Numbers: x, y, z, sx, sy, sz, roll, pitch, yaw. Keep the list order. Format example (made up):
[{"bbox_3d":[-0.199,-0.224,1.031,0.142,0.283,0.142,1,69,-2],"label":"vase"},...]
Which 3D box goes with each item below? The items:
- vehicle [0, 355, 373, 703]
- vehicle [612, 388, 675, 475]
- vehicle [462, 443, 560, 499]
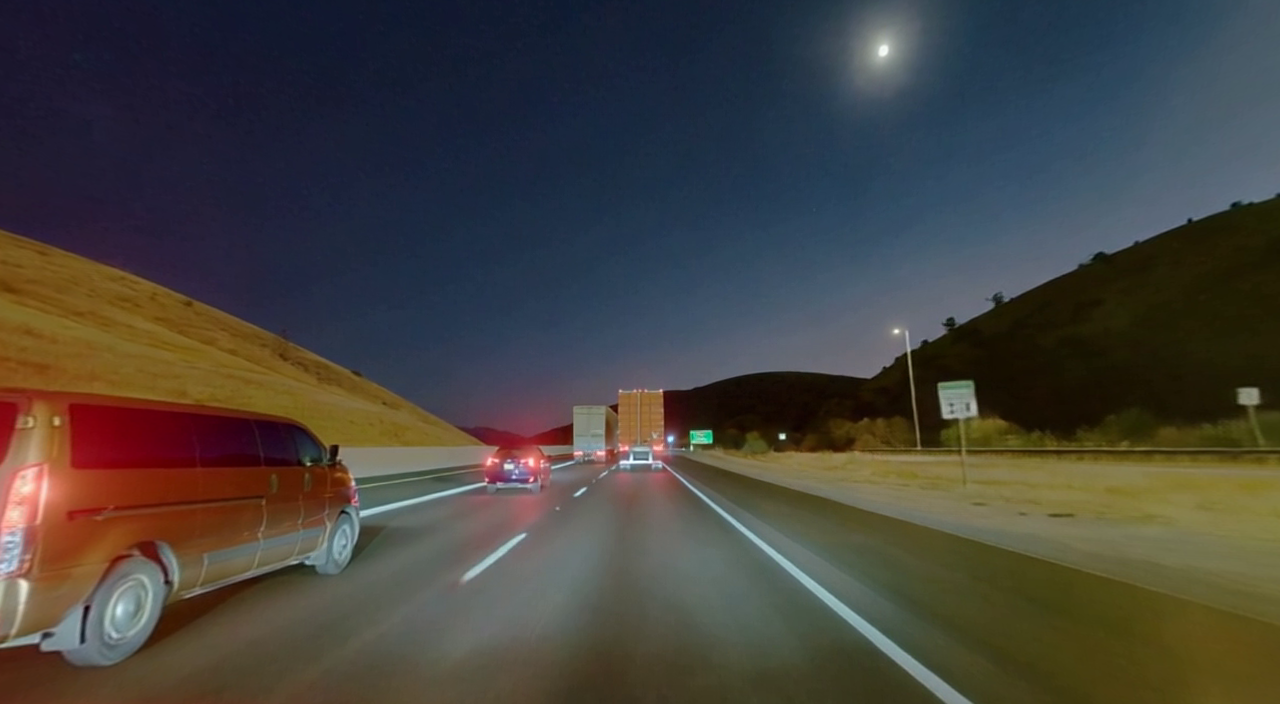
[{"bbox_3d":[-4.160,1.156,4.706,2.136,1.779,4.875,0,-8,1],"label":"vehicle"},{"bbox_3d":[0.297,4.452,34.504,2.913,3.988,10.874,0,-8,1],"label":"vehicle"},{"bbox_3d":[-3.636,3.417,18.650,1.950,1.446,4.224,0,-8,1],"label":"vehicle"}]
